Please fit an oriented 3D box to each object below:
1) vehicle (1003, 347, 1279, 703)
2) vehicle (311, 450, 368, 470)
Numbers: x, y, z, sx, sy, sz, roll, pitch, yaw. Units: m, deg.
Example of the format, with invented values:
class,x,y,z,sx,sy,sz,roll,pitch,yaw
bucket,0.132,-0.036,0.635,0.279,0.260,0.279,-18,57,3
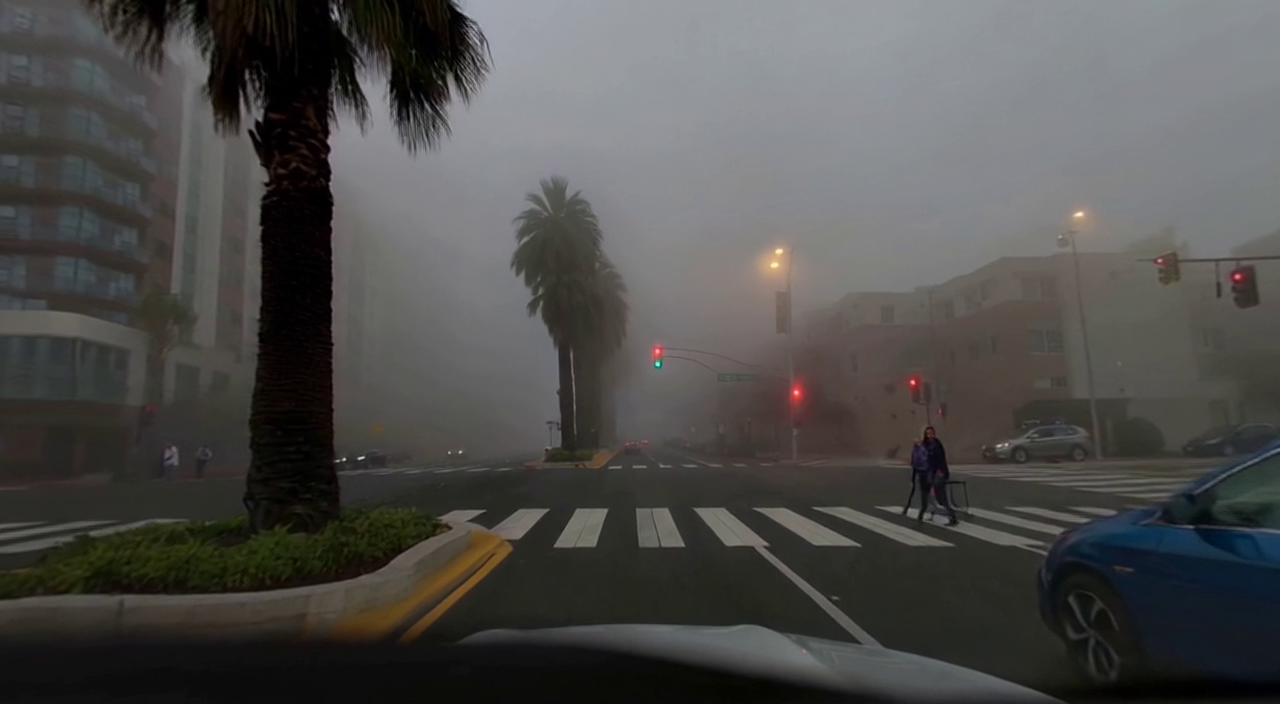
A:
class,x,y,z,sx,sy,sz,roll,pitch,yaw
vehicle,3.332,0.732,1.807,2.060,1.631,4.169,0,-8,0
vehicle,-23.646,8.486,49.922,1.955,1.480,5.163,0,-9,1
